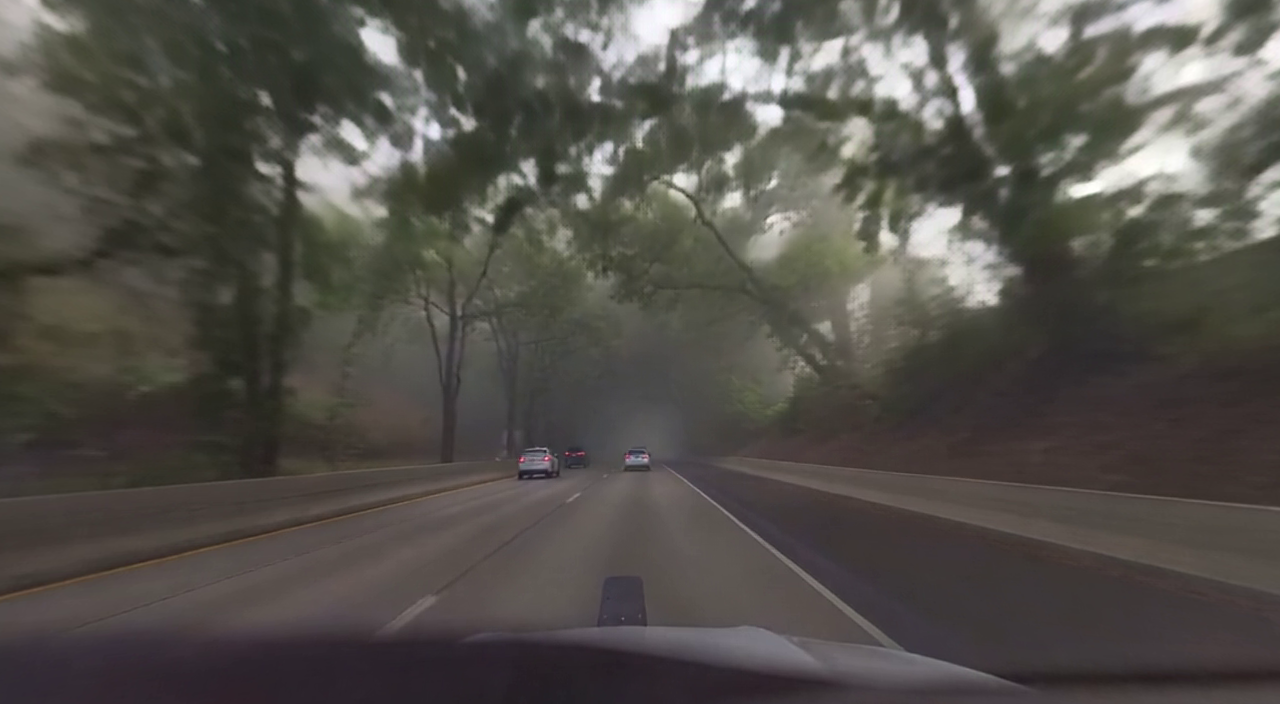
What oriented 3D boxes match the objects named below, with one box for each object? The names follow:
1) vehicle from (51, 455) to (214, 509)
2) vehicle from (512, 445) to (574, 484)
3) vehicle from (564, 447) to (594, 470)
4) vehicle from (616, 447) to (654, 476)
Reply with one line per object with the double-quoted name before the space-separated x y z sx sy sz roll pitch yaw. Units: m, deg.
"vehicle" -16.497 4.193 20.816 1.705 1.552 4.338 0 -9 1
"vehicle" -4.055 4.779 27.012 1.978 1.538 3.755 0 -9 1
"vehicle" -4.486 7.820 46.548 1.834 1.615 3.624 0 -9 0
"vehicle" -0.265 6.150 35.617 2.001 1.490 3.914 0 -9 0
